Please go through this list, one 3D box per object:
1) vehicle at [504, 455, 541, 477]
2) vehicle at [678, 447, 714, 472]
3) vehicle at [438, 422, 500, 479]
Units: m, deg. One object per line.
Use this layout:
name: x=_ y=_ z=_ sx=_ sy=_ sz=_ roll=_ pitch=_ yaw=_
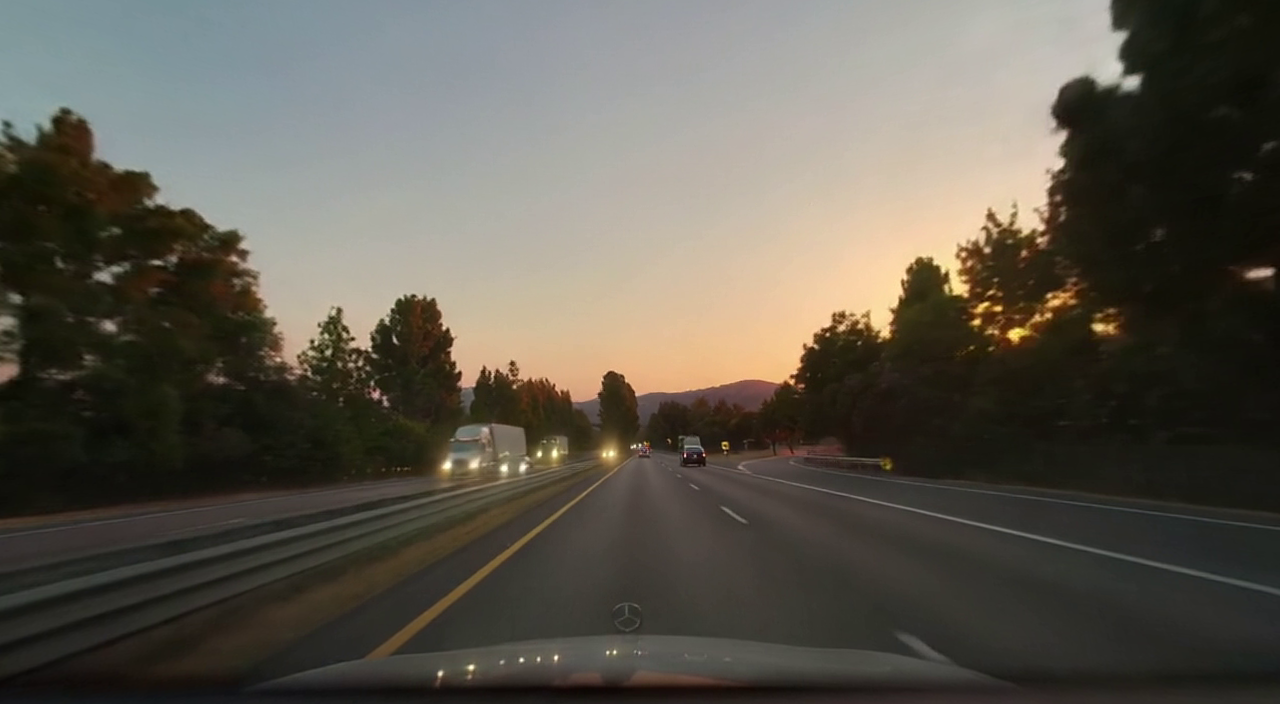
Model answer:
vehicle: x=-8.243 y=8.023 z=44.519 sx=1.882 sy=1.452 sz=3.812 roll=0 pitch=-9 yaw=0
vehicle: x=3.730 y=7.213 z=42.558 sx=2.013 sy=1.584 sz=3.995 roll=0 pitch=-9 yaw=0
vehicle: x=-12.733 y=7.419 z=47.620 sx=2.985 sy=3.990 sz=5.823 roll=0 pitch=-9 yaw=0
